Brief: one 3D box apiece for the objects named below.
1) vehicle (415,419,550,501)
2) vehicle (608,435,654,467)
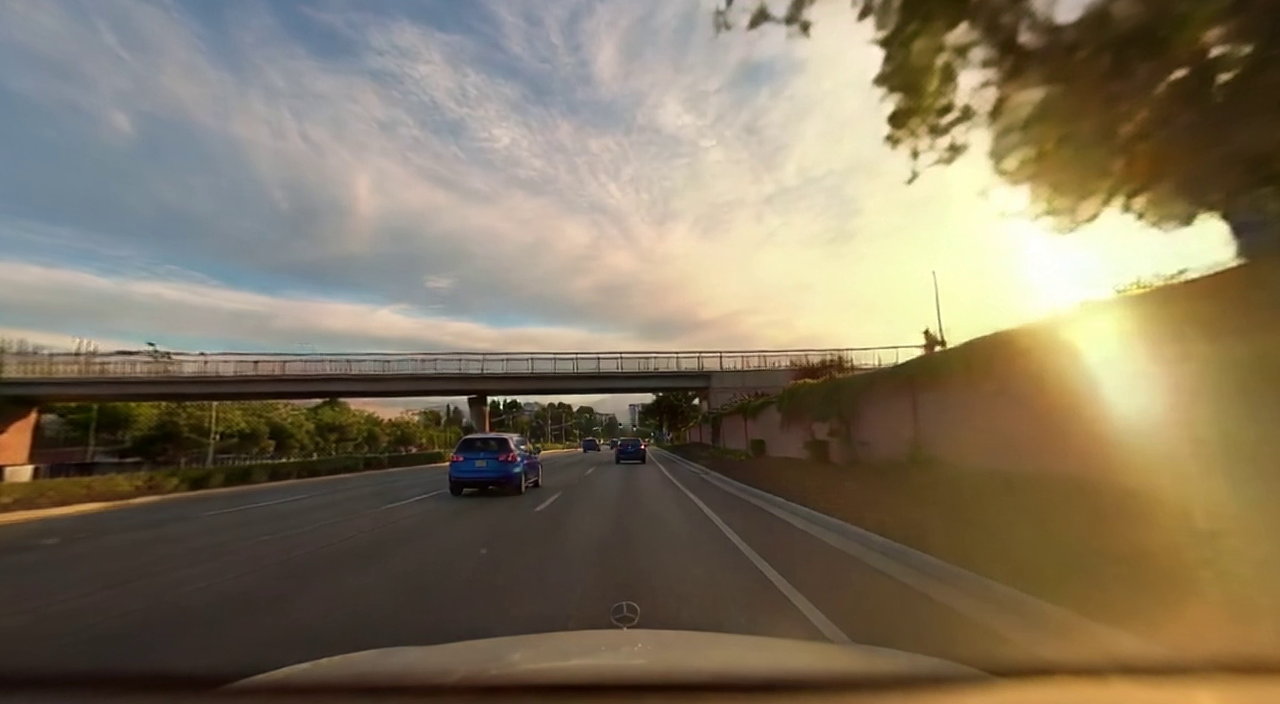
[{"bbox_3d":[-3.822,2.738,16.327,2.223,1.771,4.581,-1,-8,1],"label":"vehicle"},{"bbox_3d":[-0.460,5.026,32.235,2.205,1.509,4.272,0,-8,-1],"label":"vehicle"}]
